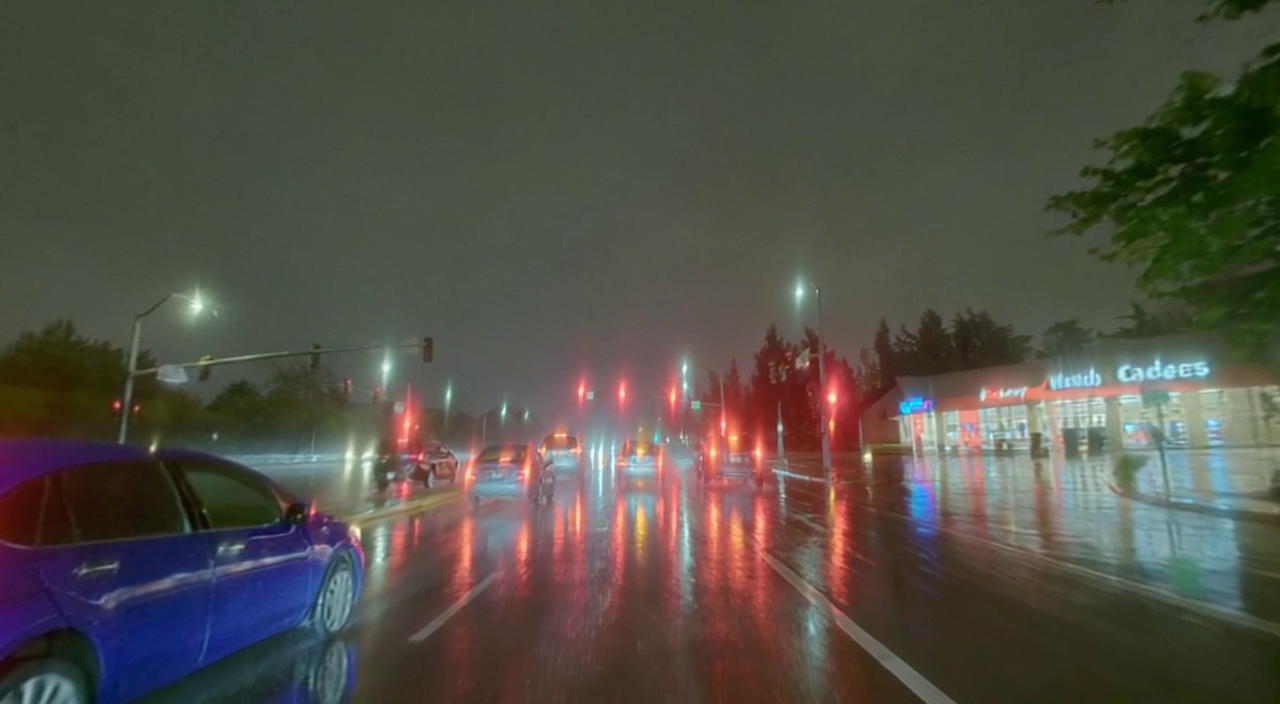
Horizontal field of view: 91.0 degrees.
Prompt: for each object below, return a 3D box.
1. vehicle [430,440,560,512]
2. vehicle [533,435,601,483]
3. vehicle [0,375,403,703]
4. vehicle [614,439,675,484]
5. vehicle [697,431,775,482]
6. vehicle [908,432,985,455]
[{"bbox_3d":[-3.302,2.922,15.310,2.014,1.472,4.357,0,-9,2],"label":"vehicle"},{"bbox_3d":[-2.770,4.184,24.841,2.072,1.694,4.070,0,-9,2],"label":"vehicle"},{"bbox_3d":[-3.108,0.942,2.621,2.249,1.517,4.951,0,-9,1],"label":"vehicle"},{"bbox_3d":[0.182,4.017,23.318,2.032,1.499,3.994,0,-9,1],"label":"vehicle"},{"bbox_3d":[3.404,3.844,23.326,2.076,1.691,4.402,0,-9,-2],"label":"vehicle"},{"bbox_3d":[23.386,7.000,48.125,4.781,1.700,1.986,0,-9,1],"label":"vehicle"}]
